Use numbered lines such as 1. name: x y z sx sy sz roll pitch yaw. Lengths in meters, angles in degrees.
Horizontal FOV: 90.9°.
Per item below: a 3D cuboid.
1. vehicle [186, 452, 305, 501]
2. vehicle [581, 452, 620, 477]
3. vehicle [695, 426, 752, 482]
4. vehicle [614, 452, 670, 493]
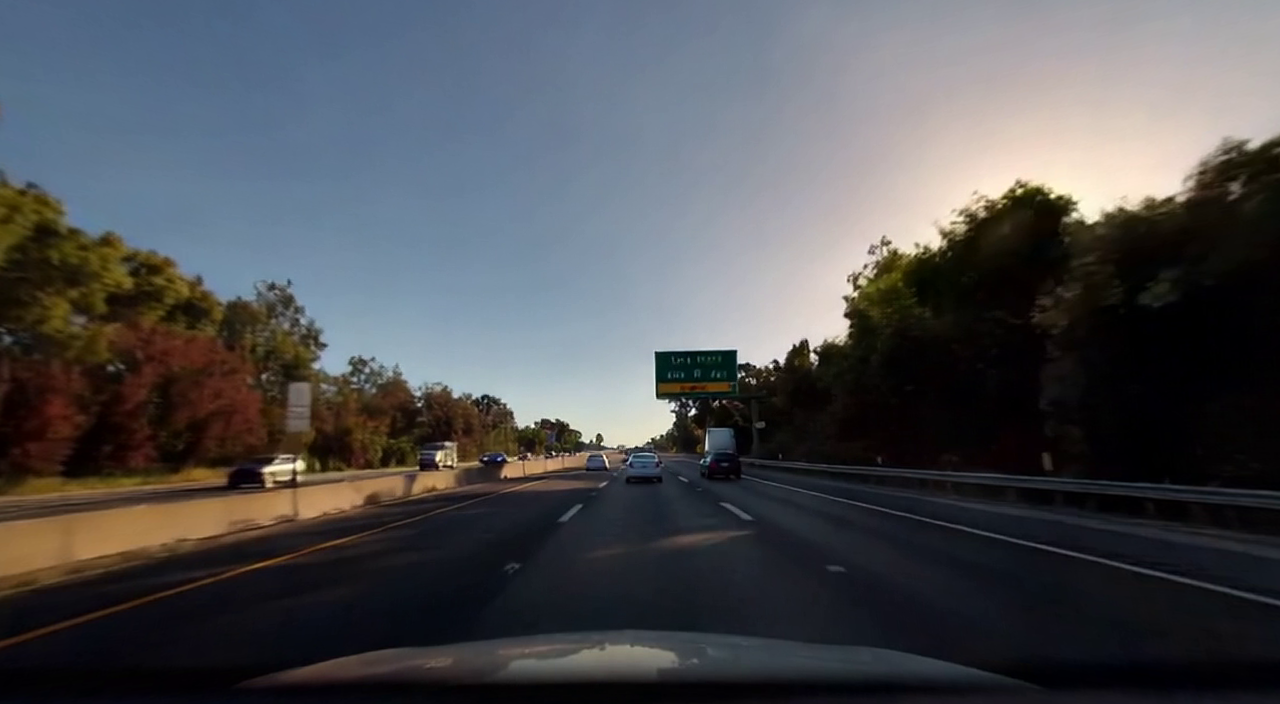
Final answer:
1. vehicle: -15.649 4.929 25.323 1.957 1.779 4.308 0 -9 0
2. vehicle: -2.421 7.067 39.814 2.105 1.467 4.099 0 -9 2
3. vehicle: 5.104 6.086 37.506 2.650 2.978 6.937 -3 -10 12
4. vehicle: 0.069 4.851 25.778 2.089 1.516 4.191 0 -9 0
